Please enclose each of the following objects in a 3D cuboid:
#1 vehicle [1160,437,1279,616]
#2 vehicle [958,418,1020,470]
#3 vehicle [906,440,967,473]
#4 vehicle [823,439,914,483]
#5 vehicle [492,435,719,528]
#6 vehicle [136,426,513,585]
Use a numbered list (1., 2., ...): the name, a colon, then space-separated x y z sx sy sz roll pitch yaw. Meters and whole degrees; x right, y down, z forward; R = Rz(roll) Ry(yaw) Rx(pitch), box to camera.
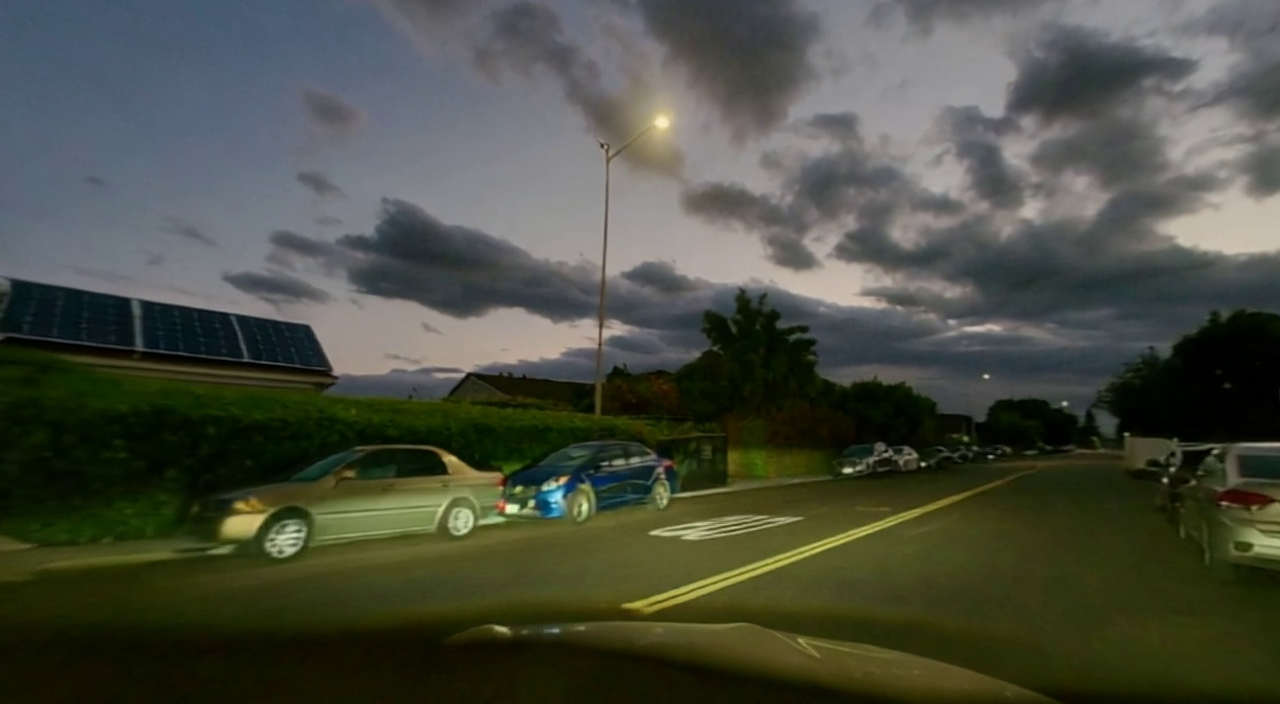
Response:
1. vehicle: 7.168 1.684 6.906 1.969 1.478 4.632 -6 -9 37
2. vehicle: 27.184 7.042 48.789 2.896 3.648 8.004 -6 -9 36
3. vehicle: 15.786 5.582 33.376 1.818 1.563 4.483 -8 -14 37
4. vehicle: 9.017 4.221 24.599 1.901 1.472 4.676 -11 -13 35
5. vehicle: -0.467 2.394 12.334 1.848 1.406 4.601 -9 -11 37
6. vehicle: -3.729 1.802 8.092 1.805 1.488 3.838 -7 -12 37
